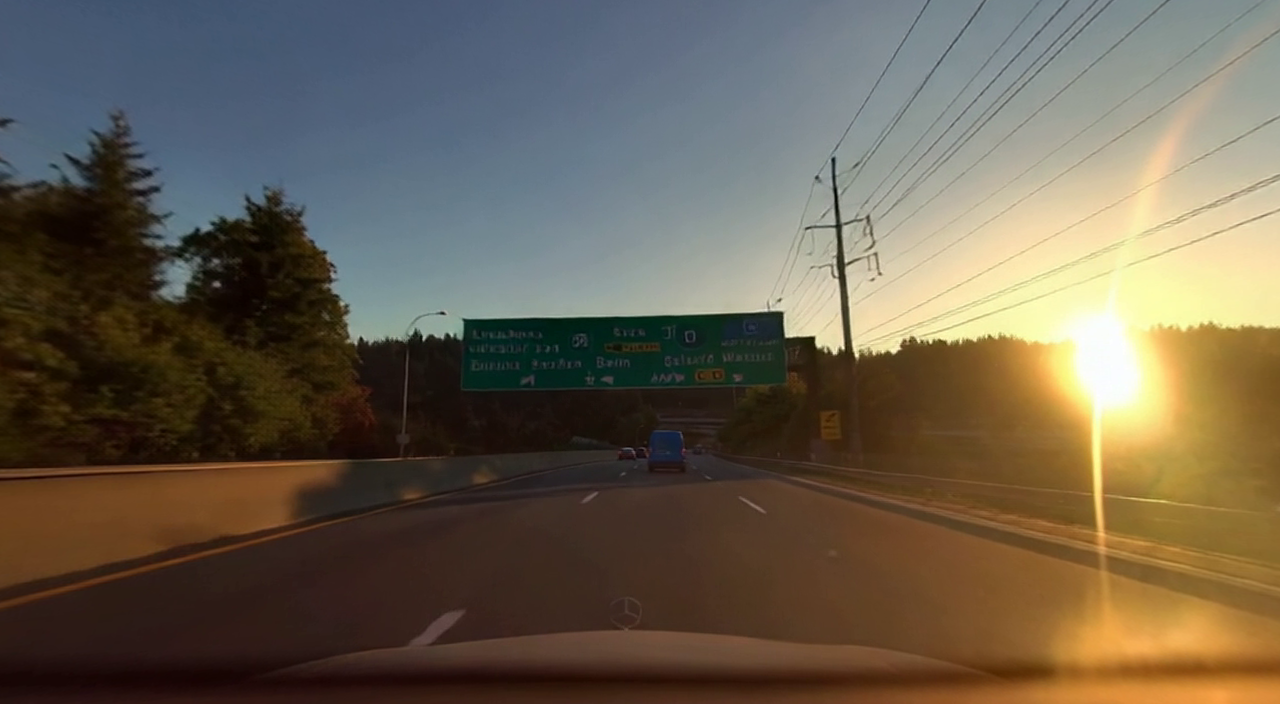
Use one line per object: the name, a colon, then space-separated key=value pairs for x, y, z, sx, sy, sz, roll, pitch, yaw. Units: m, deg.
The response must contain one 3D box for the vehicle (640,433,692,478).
vehicle: x=1.211 y=4.936 z=30.141 sx=2.261 sy=1.969 sz=5.104 roll=0 pitch=-9 yaw=2
